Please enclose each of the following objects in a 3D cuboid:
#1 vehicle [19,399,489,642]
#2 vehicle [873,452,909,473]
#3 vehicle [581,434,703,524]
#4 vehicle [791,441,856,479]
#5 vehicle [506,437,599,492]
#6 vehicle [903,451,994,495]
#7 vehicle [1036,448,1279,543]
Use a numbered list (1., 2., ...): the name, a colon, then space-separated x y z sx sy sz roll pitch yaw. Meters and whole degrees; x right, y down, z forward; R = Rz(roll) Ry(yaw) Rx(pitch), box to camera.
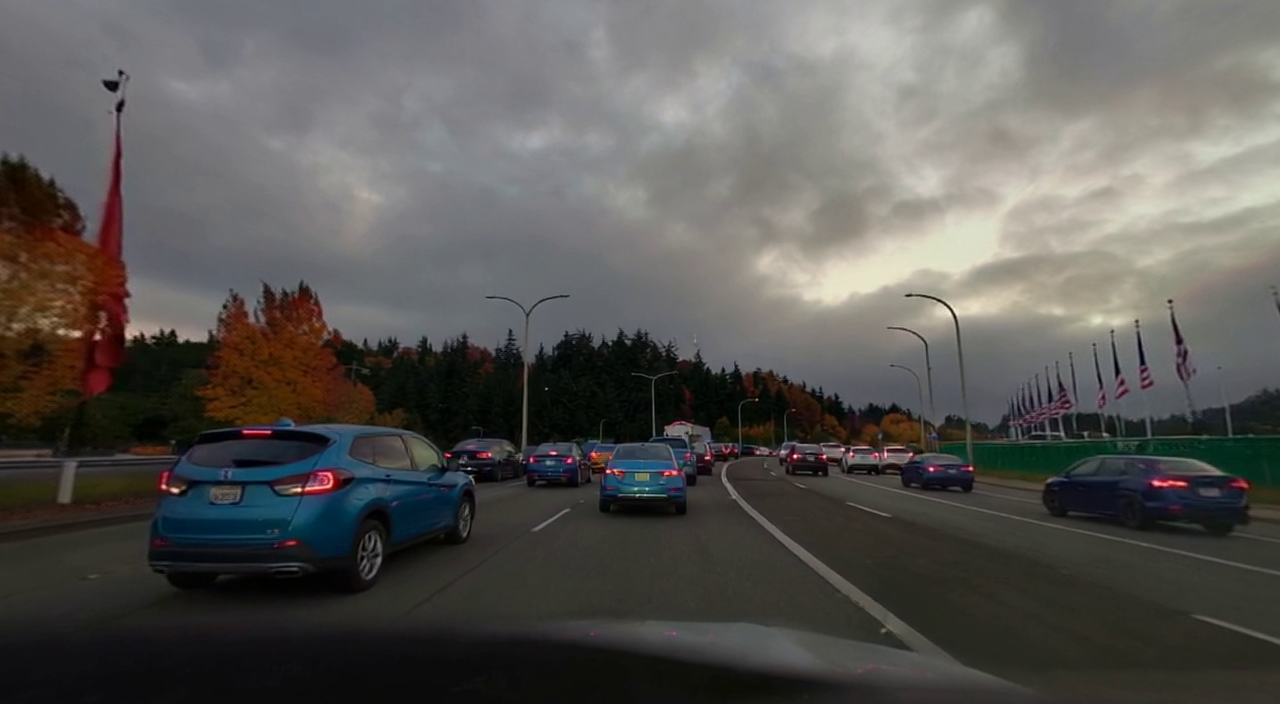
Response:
1. vehicle: -3.200 1.470 6.540 1.988 1.635 4.260 0 -9 3
2. vehicle: 19.531 8.605 49.190 1.828 1.479 4.391 -1 -9 12
3. vehicle: 0.193 2.507 13.012 2.090 1.506 4.276 0 -9 4
4. vehicle: 8.035 4.757 28.026 1.944 1.544 4.301 0 -9 5
5. vehicle: -2.664 3.591 20.457 1.974 1.549 4.603 0 -9 5
6. vehicle: 11.598 4.541 23.945 1.749 1.481 3.808 0 -9 4
7. vehicle: 10.497 2.795 13.015 1.934 1.585 4.397 0 -9 3
